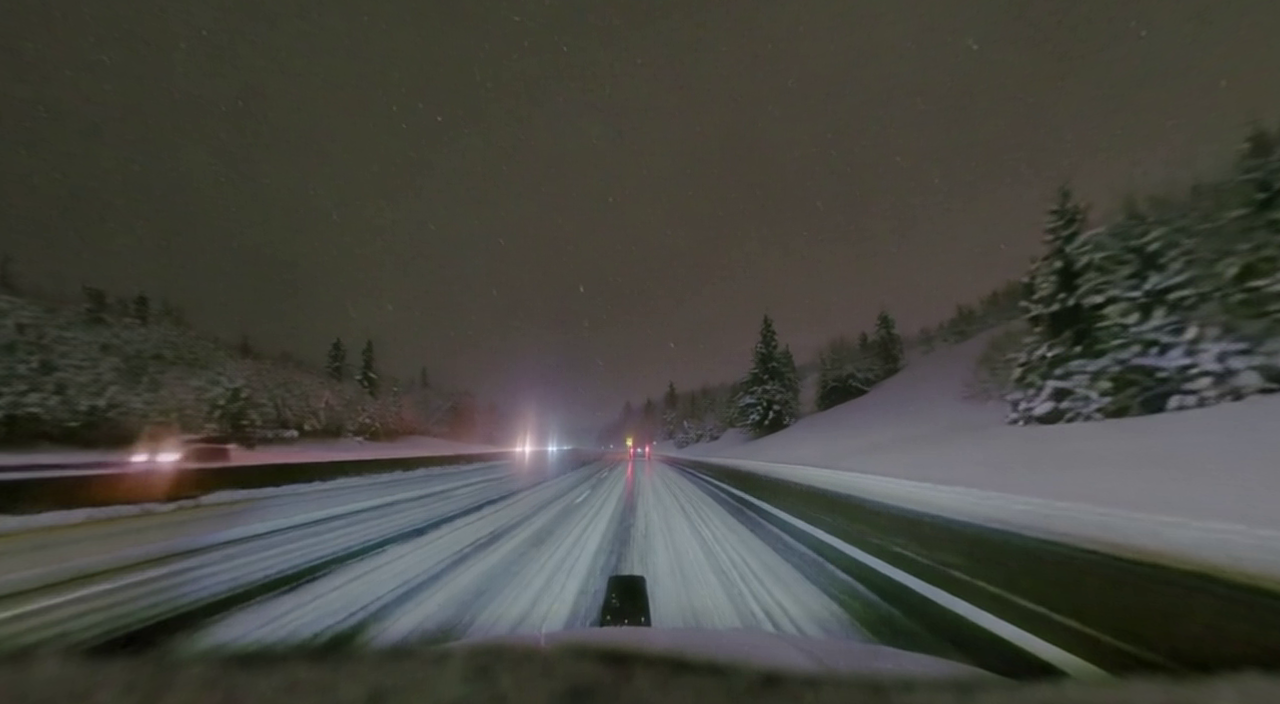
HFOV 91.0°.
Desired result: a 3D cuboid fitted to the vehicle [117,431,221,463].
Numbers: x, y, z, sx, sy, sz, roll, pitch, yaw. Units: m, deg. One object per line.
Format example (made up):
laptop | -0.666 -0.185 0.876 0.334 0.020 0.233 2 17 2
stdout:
vehicle | -24.571 4.993 33.057 1.914 1.593 4.501 0 -9 0
